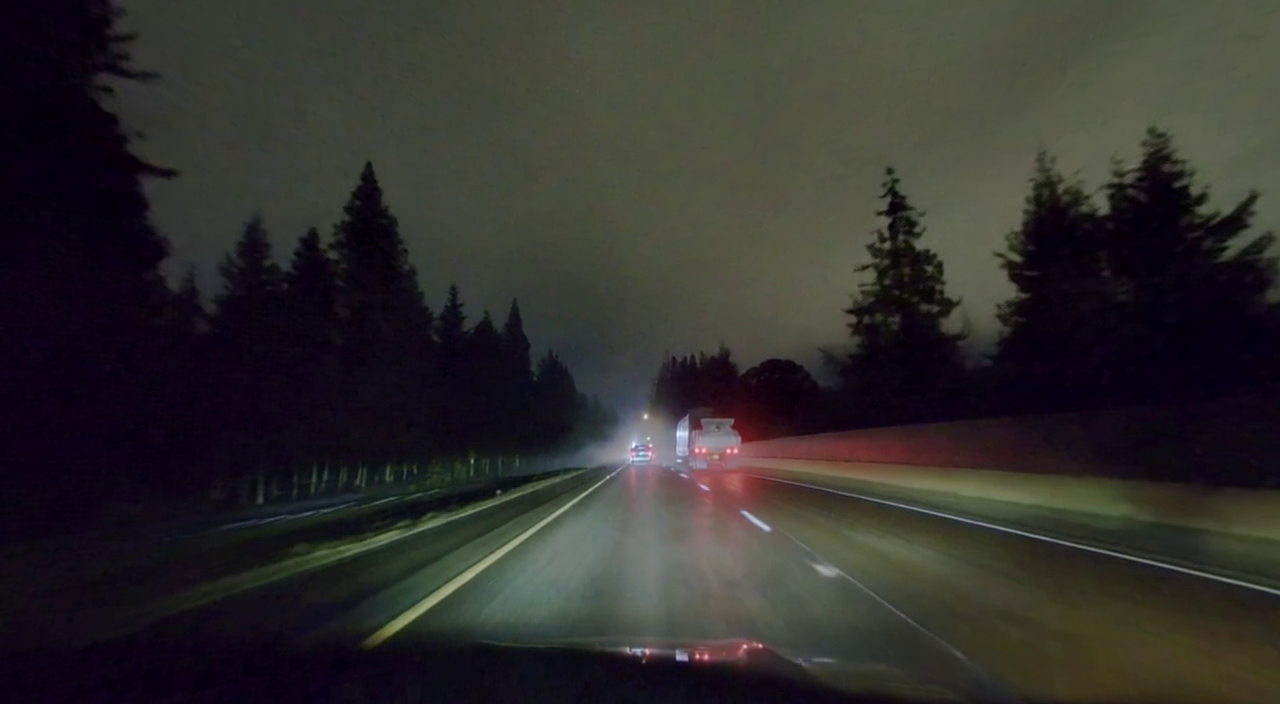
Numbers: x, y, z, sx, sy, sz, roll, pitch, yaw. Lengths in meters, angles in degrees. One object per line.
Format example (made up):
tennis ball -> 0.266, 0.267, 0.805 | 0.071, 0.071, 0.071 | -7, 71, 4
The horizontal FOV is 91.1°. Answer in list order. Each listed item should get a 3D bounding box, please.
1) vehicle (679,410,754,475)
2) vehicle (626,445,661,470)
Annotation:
vehicle -> 4.008, 5.067, 35.076 | 3.015, 3.211, 7.982 | 0, -8, -1
vehicle -> 0.240, 6.895, 41.356 | 2.170, 1.544, 4.373 | 0, -8, 0
